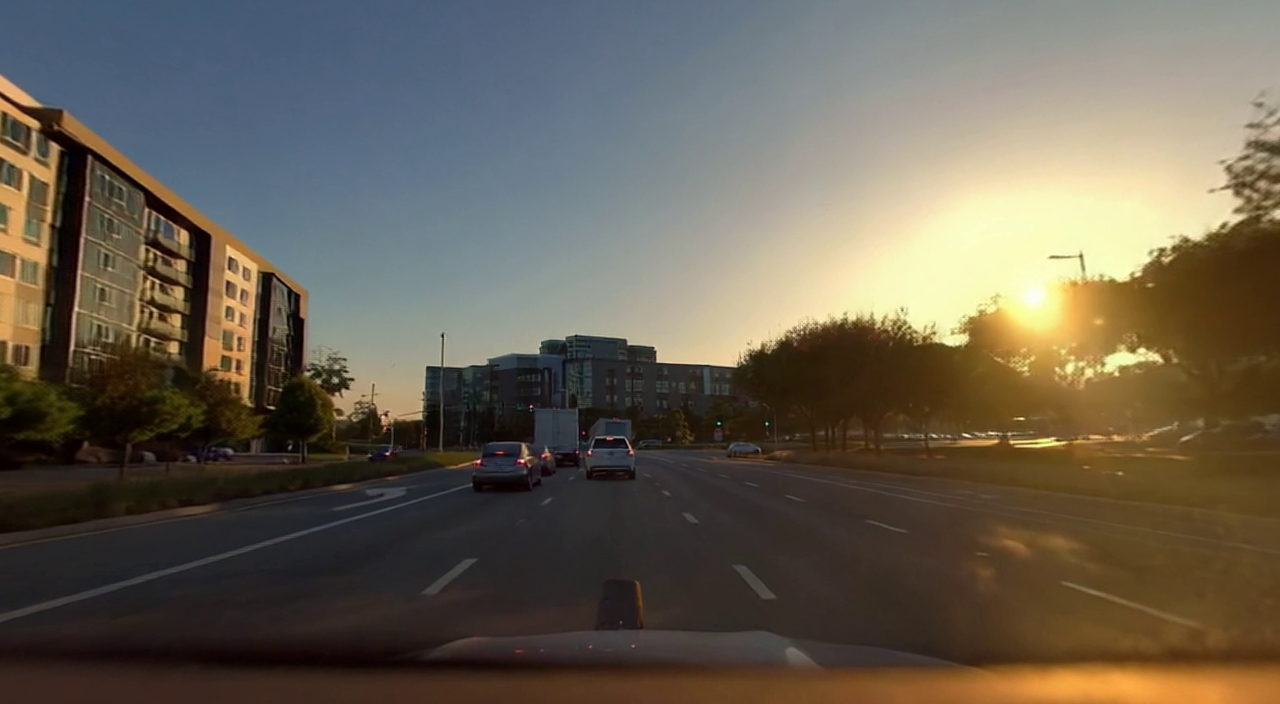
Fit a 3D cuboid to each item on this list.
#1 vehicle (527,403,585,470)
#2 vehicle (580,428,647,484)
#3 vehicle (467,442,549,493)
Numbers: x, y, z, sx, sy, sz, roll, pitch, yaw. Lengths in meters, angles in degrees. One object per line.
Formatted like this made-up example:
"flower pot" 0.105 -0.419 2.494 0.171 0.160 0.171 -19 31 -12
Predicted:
"vehicle" -5.321 5.734 42.383 2.918 3.741 13.683 1 -8 -4
"vehicle" -1.019 3.834 23.537 2.260 1.872 4.578 0 -8 -3
"vehicle" -4.134 3.663 20.502 1.904 1.460 4.300 0 -8 -2
